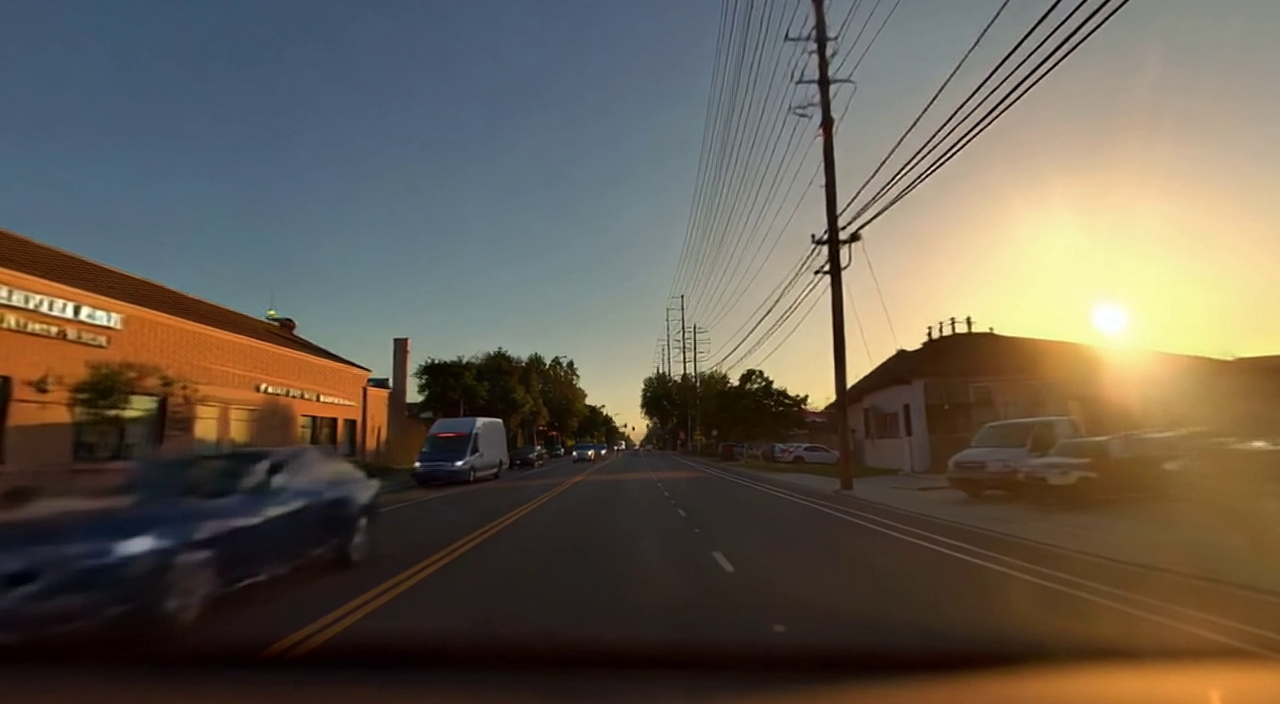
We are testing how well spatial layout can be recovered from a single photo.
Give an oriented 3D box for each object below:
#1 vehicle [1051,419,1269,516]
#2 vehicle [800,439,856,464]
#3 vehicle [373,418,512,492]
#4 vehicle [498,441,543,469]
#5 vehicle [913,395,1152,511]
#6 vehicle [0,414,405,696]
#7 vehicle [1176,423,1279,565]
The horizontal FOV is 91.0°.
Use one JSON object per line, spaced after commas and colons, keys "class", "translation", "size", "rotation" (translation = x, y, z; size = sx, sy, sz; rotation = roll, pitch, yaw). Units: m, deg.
{"class": "vehicle", "translation": [10.705, 2.350, 12.887], "size": [4.687, 1.634, 1.938], "rotation": [6, -13, -33]}
{"class": "vehicle", "translation": [12.413, 6.582, 41.874], "size": [2.143, 1.518, 4.893], "rotation": [0, -8, 0]}
{"class": "vehicle", "translation": [-7.222, 3.914, 24.316], "size": [2.909, 2.362, 7.390], "rotation": [-1, -8, 1]}
{"class": "vehicle", "translation": [-7.942, 6.852, 42.182], "size": [2.242, 1.741, 4.519], "rotation": [0, -8, -1]}
{"class": "vehicle", "translation": [9.780, 2.412, 15.459], "size": [6.532, 2.291, 2.575], "rotation": [6, -10, -36]}
{"class": "vehicle", "translation": [-4.152, 1.479, 5.860], "size": [1.998, 1.562, 4.433], "rotation": [-1, -8, 3]}
{"class": "vehicle", "translation": [9.371, 1.783, 8.383], "size": [4.480, 1.616, 2.180], "rotation": [5, -10, -35]}
